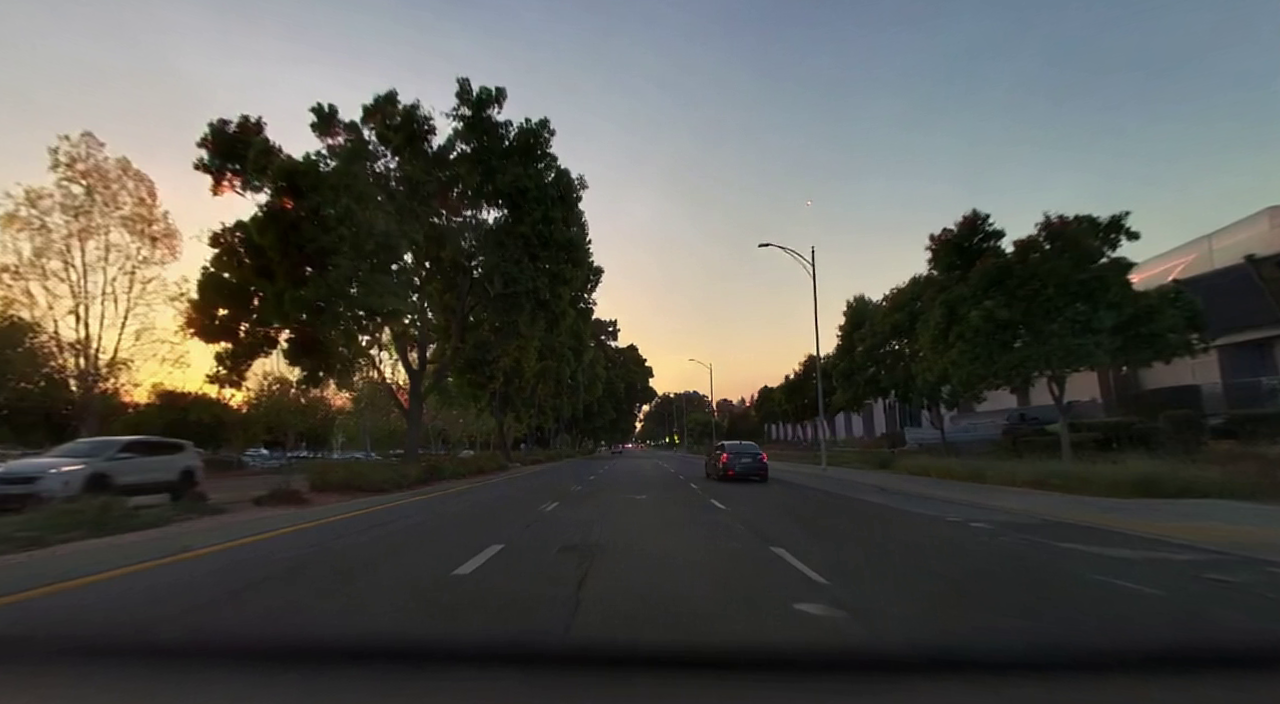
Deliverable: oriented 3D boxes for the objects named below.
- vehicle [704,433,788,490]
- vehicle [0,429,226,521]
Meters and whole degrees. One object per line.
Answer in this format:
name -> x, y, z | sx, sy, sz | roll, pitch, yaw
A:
vehicle -> 3.551, 3.751, 22.012 | 2.083, 1.743, 4.354 | 0, -8, -1
vehicle -> -12.424, 2.776, 14.883 | 2.051, 1.784, 4.716 | 0, -8, 1
